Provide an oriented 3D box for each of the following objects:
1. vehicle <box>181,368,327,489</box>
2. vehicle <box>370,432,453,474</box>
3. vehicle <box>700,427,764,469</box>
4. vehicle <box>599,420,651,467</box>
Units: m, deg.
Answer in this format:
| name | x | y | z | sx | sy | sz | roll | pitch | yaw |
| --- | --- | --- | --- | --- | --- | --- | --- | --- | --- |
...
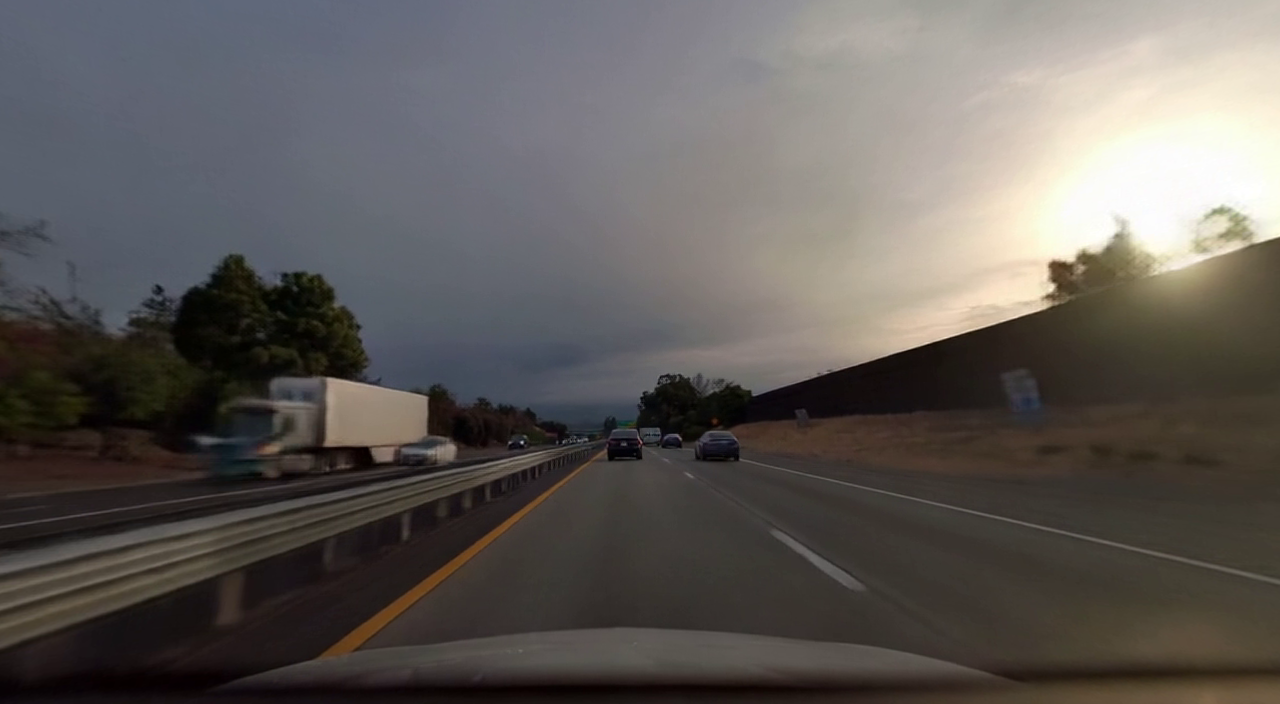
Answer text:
| name | x | y | z | sx | sy | sz | roll | pitch | yaw |
| --- | --- | --- | --- | --- | --- | --- | --- | --- | --- |
| vehicle | -13.724 | 2.774 | 22.755 | 2.990 | 4.029 | 3.259 | 0 | -8 | -1 |
| vehicle | -9.476 | 4.187 | 26.506 | 1.953 | 1.598 | 4.409 | 0 | -8 | -2 |
| vehicle | 3.775 | 4.014 | 26.569 | 1.981 | 1.606 | 3.956 | 0 | -8 | -2 |
| vehicle | -0.721 | 4.341 | 30.164 | 2.270 | 2.044 | 4.633 | 0 | -8 | -2 |
